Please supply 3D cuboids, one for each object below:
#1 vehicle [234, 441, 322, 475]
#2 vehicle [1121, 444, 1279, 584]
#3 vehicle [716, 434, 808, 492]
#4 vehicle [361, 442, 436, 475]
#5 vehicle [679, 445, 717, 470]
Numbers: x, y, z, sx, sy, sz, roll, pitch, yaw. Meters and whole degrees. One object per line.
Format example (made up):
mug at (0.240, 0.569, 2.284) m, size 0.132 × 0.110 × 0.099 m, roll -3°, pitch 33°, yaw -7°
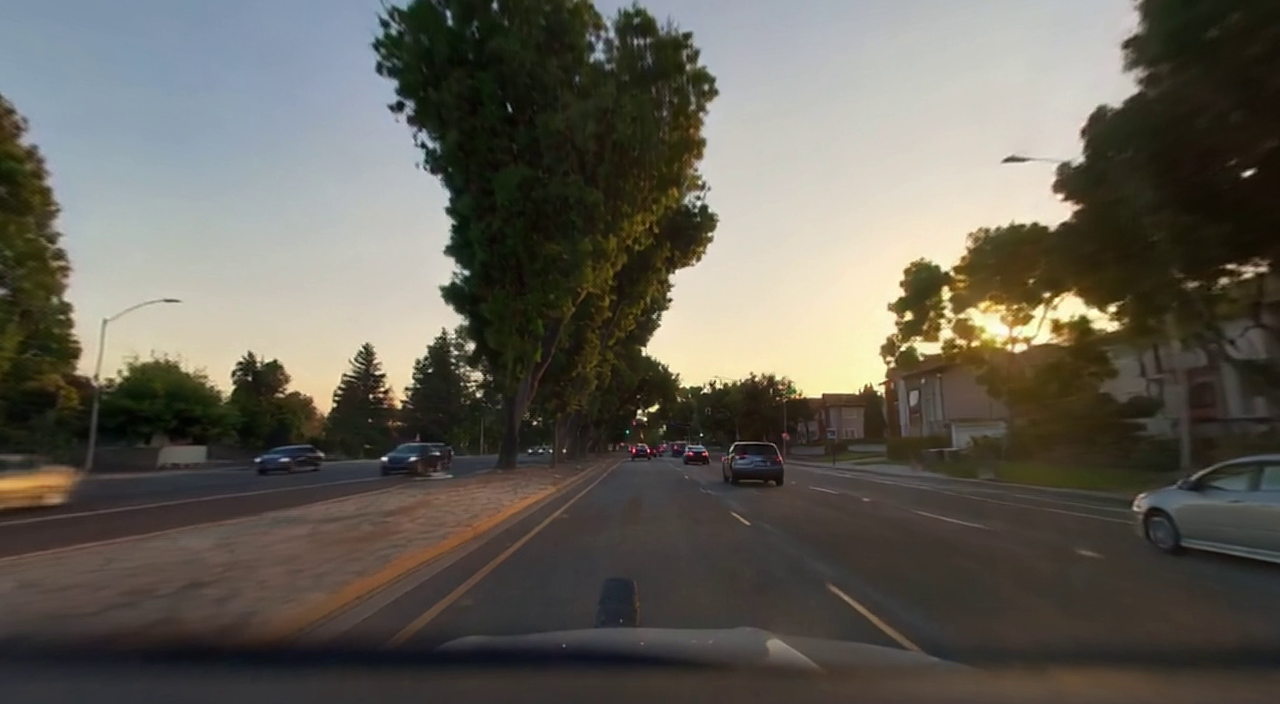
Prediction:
vehicle at (-19.422, 5.699, 34.182) m, size 1.956 × 1.727 × 4.641 m, roll 0°, pitch -9°, yaw 1°
vehicle at (7.883, 1.762, 6.875) m, size 1.949 × 1.492 × 4.103 m, roll 0°, pitch -9°, yaw -2°
vehicle at (4.117, 3.849, 22.292) m, size 2.209 × 1.813 × 4.724 m, roll 0°, pitch -9°, yaw -1°
vehicle at (-11.909, 5.261, 31.454) m, size 1.938 × 1.487 × 4.442 m, roll 0°, pitch -9°, yaw 1°
vehicle at (3.674, 6.782, 40.821) m, size 2.064 × 1.474 × 4.389 m, roll 0°, pitch -9°, yaw 0°
